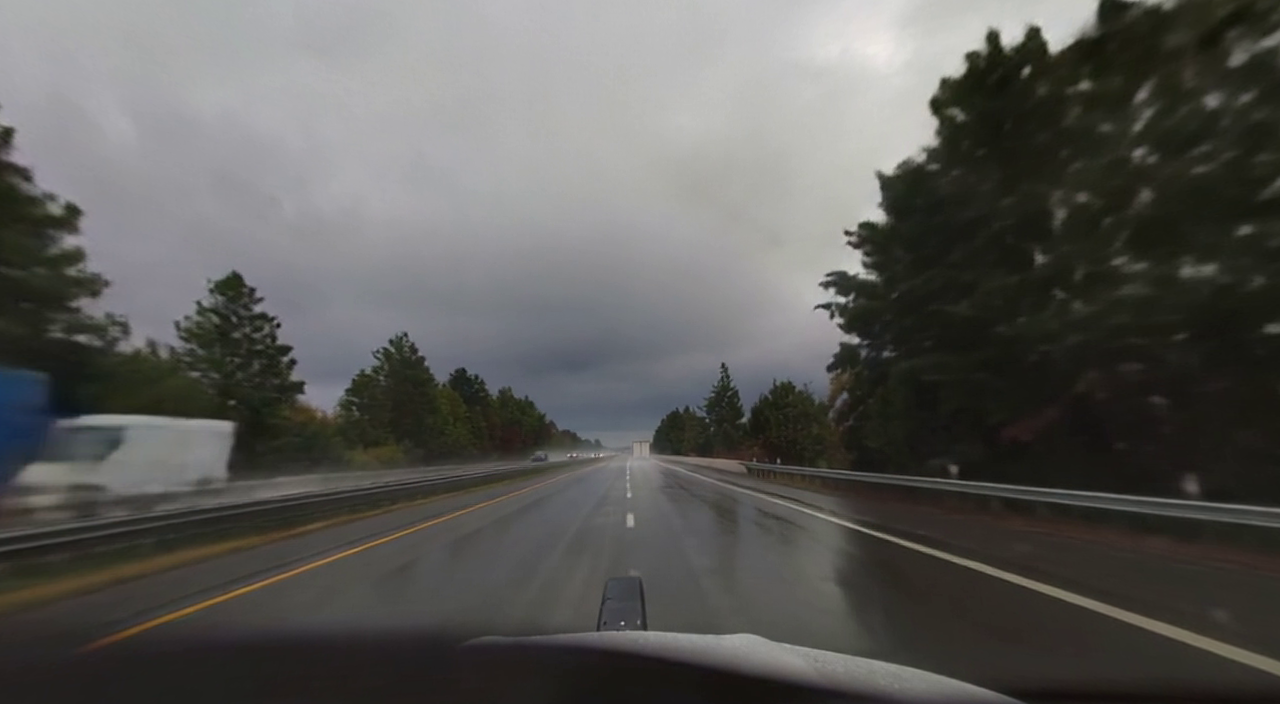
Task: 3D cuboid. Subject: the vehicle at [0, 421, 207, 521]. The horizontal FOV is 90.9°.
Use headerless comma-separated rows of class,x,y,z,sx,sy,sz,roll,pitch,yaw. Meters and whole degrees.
vehicle,-11.192,2.320,12.693,1.861,1.662,4.332,0,-9,-1
